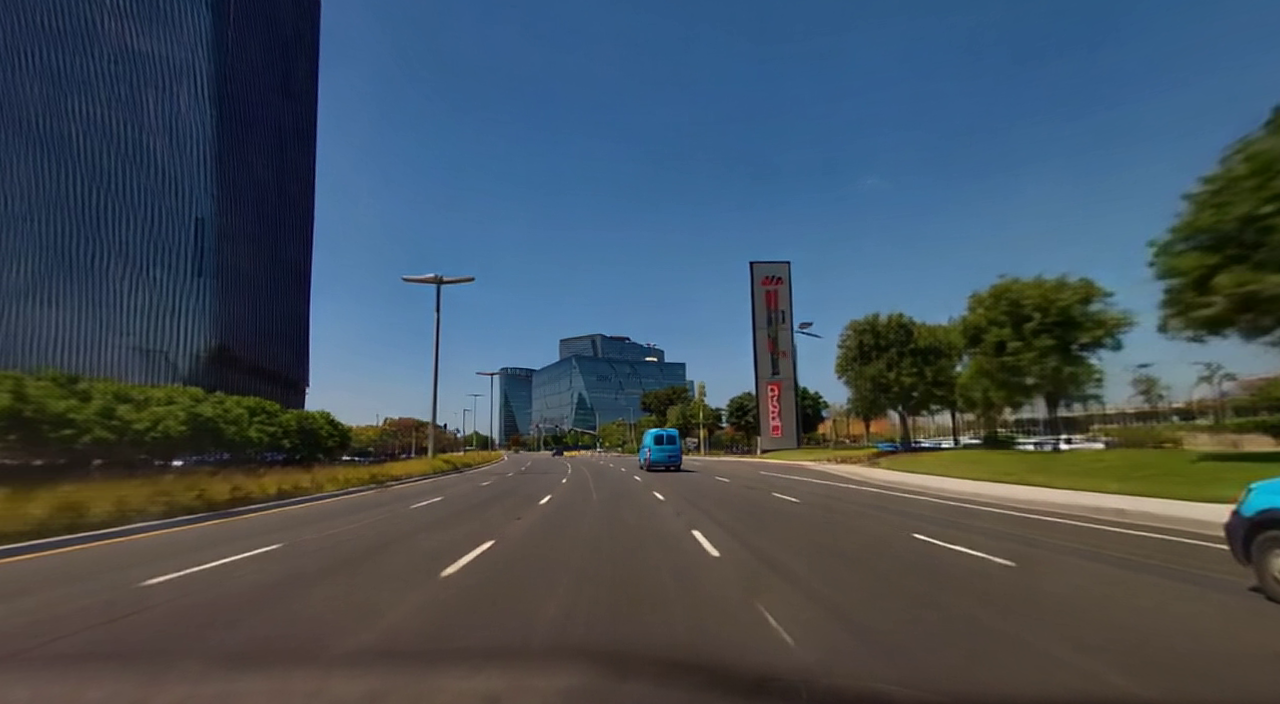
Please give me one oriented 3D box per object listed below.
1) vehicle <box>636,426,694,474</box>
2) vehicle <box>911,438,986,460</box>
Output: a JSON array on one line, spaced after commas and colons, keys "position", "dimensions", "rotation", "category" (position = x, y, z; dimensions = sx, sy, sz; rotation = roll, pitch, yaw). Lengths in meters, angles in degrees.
[{"position": [1.176, 5.017, 32.305], "dimensions": [2.339, 2.244, 4.817], "rotation": [0, -8, -5], "category": "vehicle"}, {"position": [21.957, 6.904, 44.940], "dimensions": [4.271, 1.470, 1.940], "rotation": [0, -8, 0], "category": "vehicle"}]
